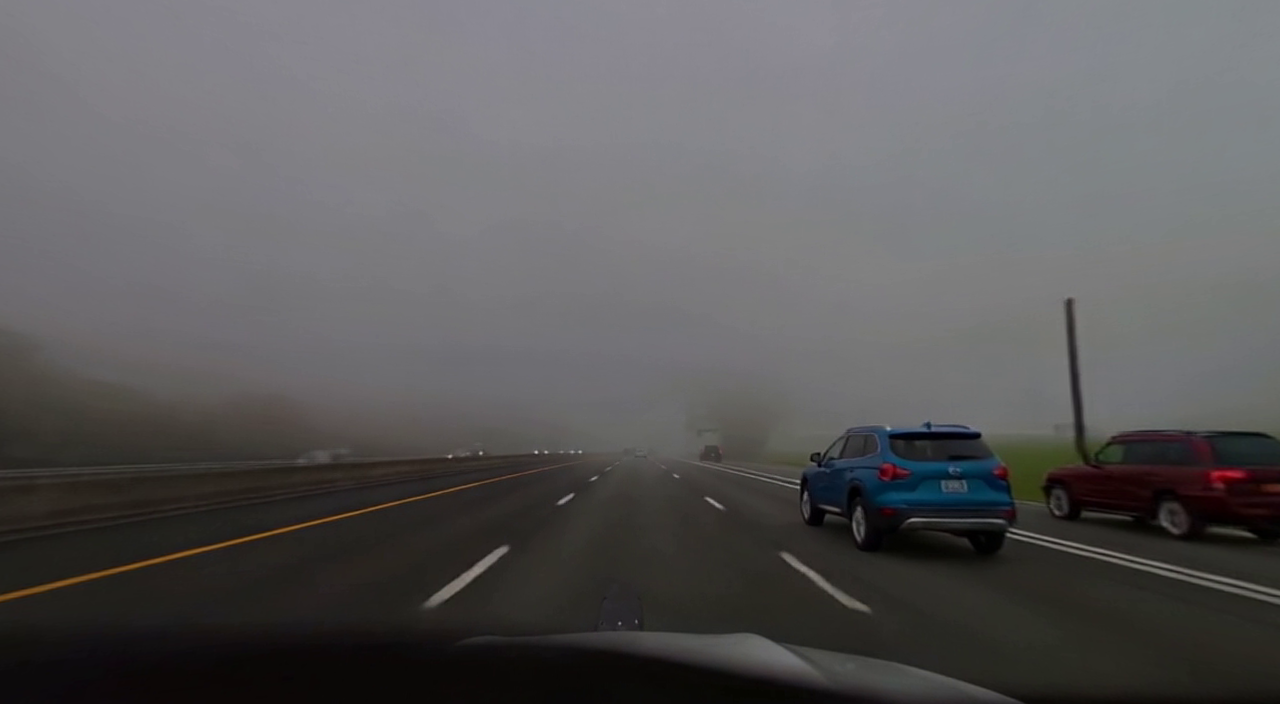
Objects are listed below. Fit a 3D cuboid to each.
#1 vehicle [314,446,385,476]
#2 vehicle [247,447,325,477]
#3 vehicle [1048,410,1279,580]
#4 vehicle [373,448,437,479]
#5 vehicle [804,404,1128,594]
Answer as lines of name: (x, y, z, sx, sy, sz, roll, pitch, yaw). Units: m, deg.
vehicle: (-14.821, 5.574, 32.219, 1.718, 1.435, 3.986, 0, -9, 0)
vehicle: (-18.476, 5.732, 32.904, 1.856, 1.495, 3.726, 0, -9, 0)
vehicle: (7.756, 1.785, 8.383, 1.898, 1.798, 3.805, 0, -9, -2)
vehicle: (-11.040, 5.244, 29.707, 1.608, 1.362, 3.878, 0, -9, -1)
vehicle: (3.572, 1.677, 7.934, 1.784, 1.733, 4.141, 0, -9, -1)
